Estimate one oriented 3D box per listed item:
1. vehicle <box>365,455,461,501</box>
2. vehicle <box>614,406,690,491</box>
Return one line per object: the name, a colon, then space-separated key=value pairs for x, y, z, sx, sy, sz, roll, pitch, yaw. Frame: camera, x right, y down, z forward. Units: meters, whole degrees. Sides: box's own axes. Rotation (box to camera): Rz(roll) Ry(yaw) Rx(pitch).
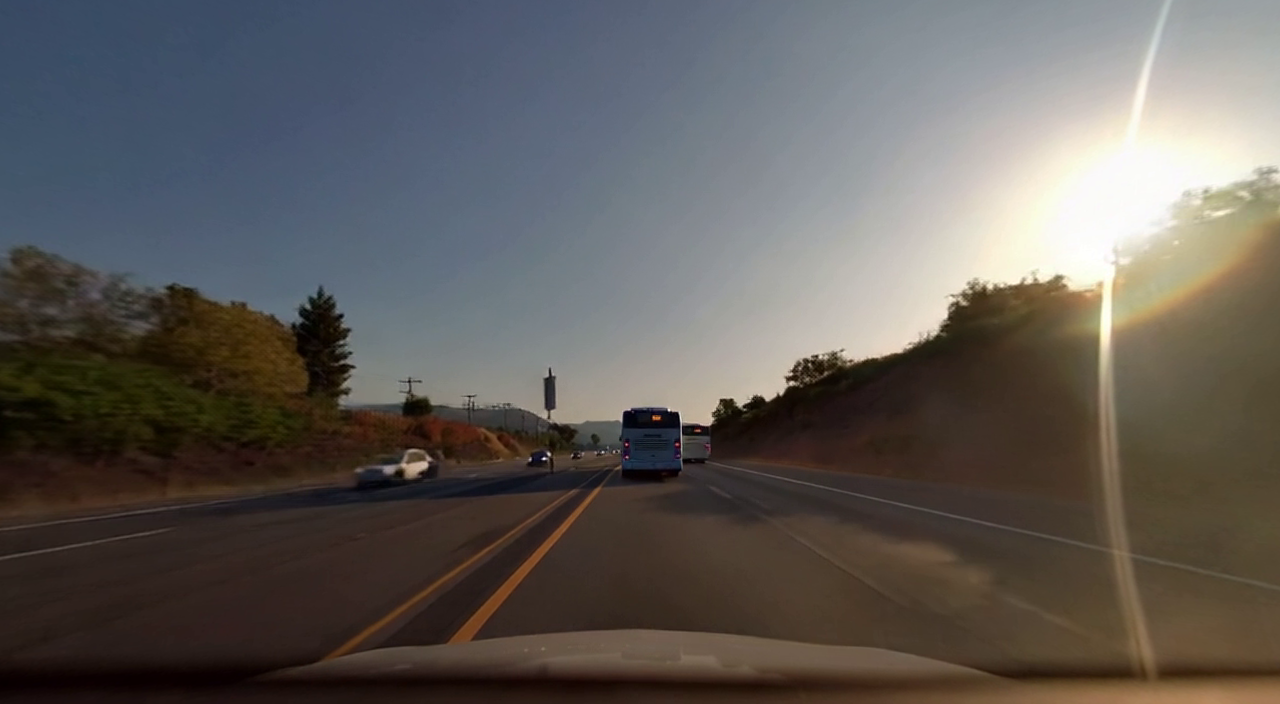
vehicle: x=-8.588 y=4.789 z=24.194 sx=1.941 sy=1.525 sz=4.719 roll=-1 pitch=-9 yaw=0
vehicle: x=0.346 y=3.523 z=22.972 sx=2.414 sy=2.675 sz=5.574 roll=0 pitch=-9 yaw=-1
